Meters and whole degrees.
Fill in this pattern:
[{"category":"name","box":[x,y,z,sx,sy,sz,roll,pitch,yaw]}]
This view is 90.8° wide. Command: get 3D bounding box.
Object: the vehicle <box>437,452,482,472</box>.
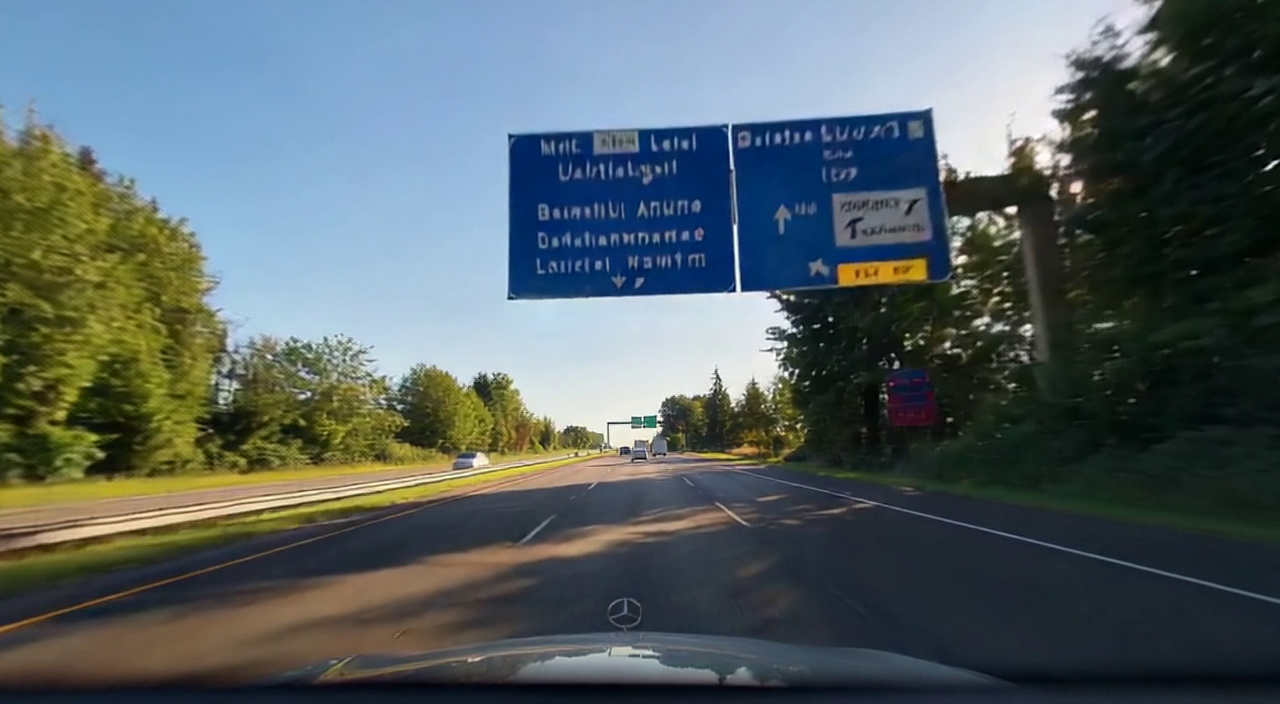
[{"category":"vehicle","box":[-13.588,8.298,47.787,2.159,1.438,4.323,0,-9,0]}]
